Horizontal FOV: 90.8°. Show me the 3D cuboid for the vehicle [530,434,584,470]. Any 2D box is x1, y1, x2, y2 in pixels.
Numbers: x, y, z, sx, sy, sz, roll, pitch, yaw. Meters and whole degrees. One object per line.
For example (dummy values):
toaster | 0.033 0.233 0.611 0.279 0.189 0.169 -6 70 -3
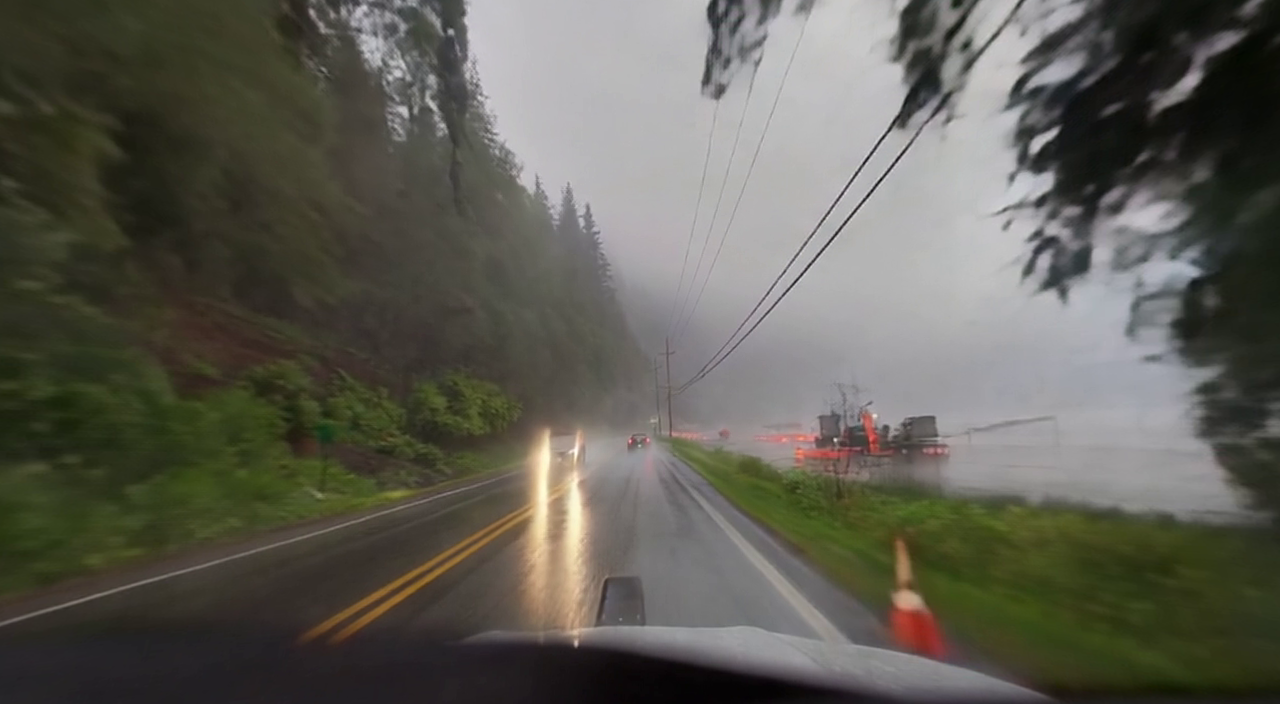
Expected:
vehicle | -3.933 4.843 30.651 2.020 1.631 4.054 0 -8 1
